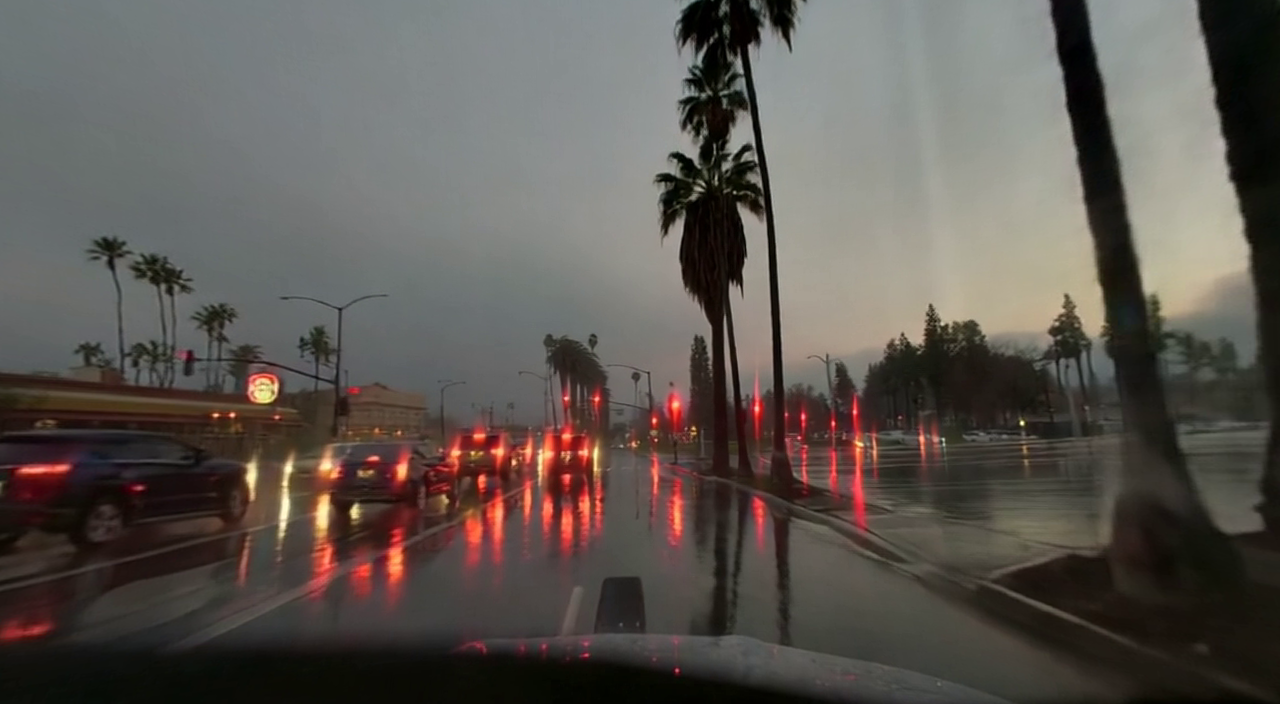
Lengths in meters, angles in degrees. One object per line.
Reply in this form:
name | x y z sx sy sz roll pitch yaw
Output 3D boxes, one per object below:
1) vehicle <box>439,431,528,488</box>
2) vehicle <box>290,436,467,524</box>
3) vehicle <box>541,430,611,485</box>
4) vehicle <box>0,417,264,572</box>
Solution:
vehicle | -5.543 3.885 23.062 2.025 1.862 4.804 0 -9 0
vehicle | -5.361 2.677 13.799 1.885 1.567 4.775 0 -9 -1
vehicle | -2.176 3.770 22.708 2.153 1.759 4.320 0 -9 -2
vehicle | -8.673 2.120 10.219 2.178 1.864 5.005 0 -9 -1
